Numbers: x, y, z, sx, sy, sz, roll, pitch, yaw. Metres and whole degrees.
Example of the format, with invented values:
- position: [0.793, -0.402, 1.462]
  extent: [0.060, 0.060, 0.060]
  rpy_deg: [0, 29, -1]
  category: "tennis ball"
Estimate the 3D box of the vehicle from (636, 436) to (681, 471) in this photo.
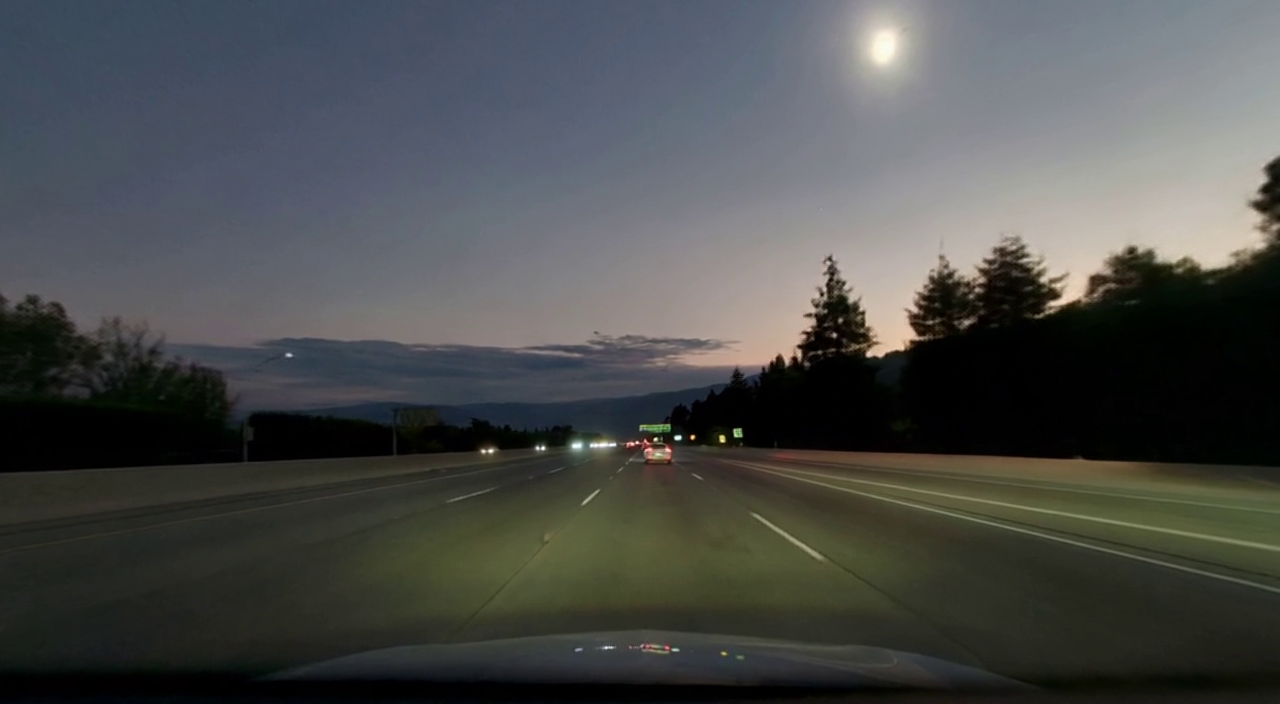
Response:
- position: [0.926, 5.455, 34.129]
  extent: [2.260, 1.766, 4.348]
  rpy_deg: [0, -8, 0]
  category: "vehicle"
